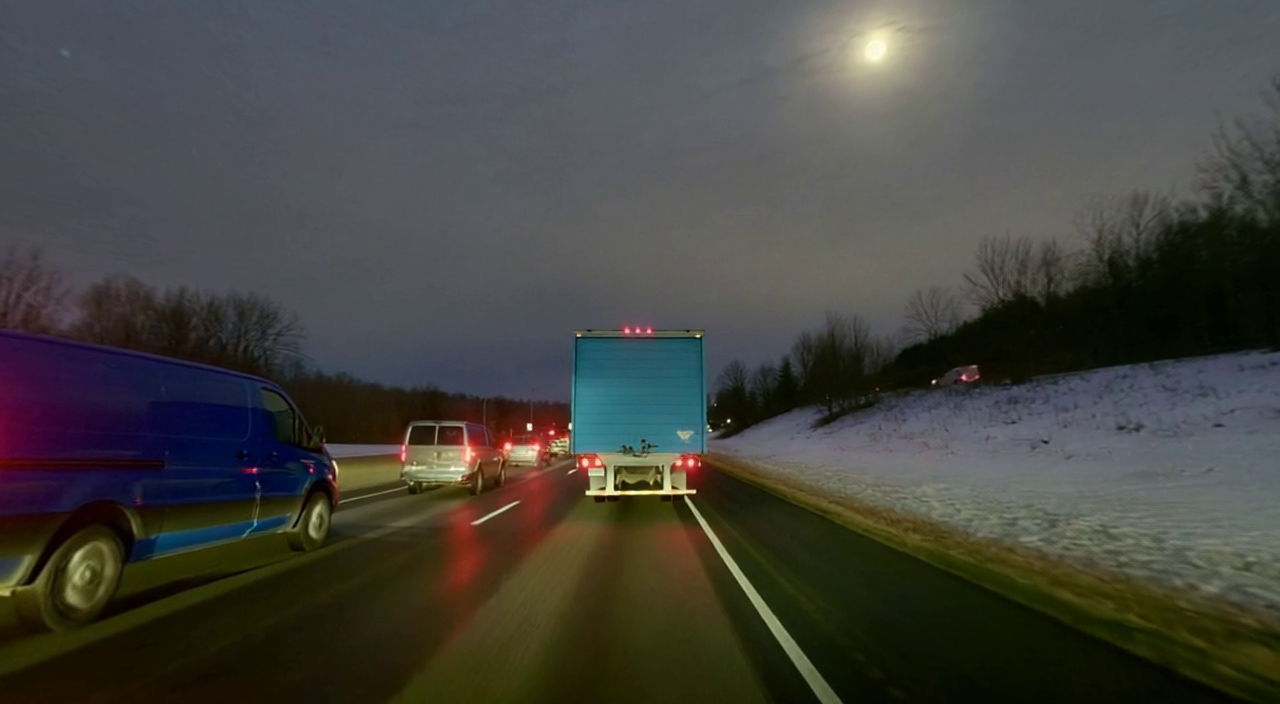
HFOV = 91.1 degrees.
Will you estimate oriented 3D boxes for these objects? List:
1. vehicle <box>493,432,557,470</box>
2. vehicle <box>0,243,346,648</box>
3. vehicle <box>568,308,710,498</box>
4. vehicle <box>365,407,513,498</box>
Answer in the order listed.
[{"bbox_3d":[-4.903,4.274,27.480,1.931,1.539,4.441,0,-8,0],"label":"vehicle"},{"bbox_3d":[-5.257,0.829,5.736,2.478,2.515,5.438,0,-8,0],"label":"vehicle"},{"bbox_3d":[-0.040,1.724,18.385,2.953,4.041,10.072,0,-8,0],"label":"vehicle"},{"bbox_3d":[-4.921,2.550,16.321,2.168,1.985,4.952,0,-8,0],"label":"vehicle"}]
